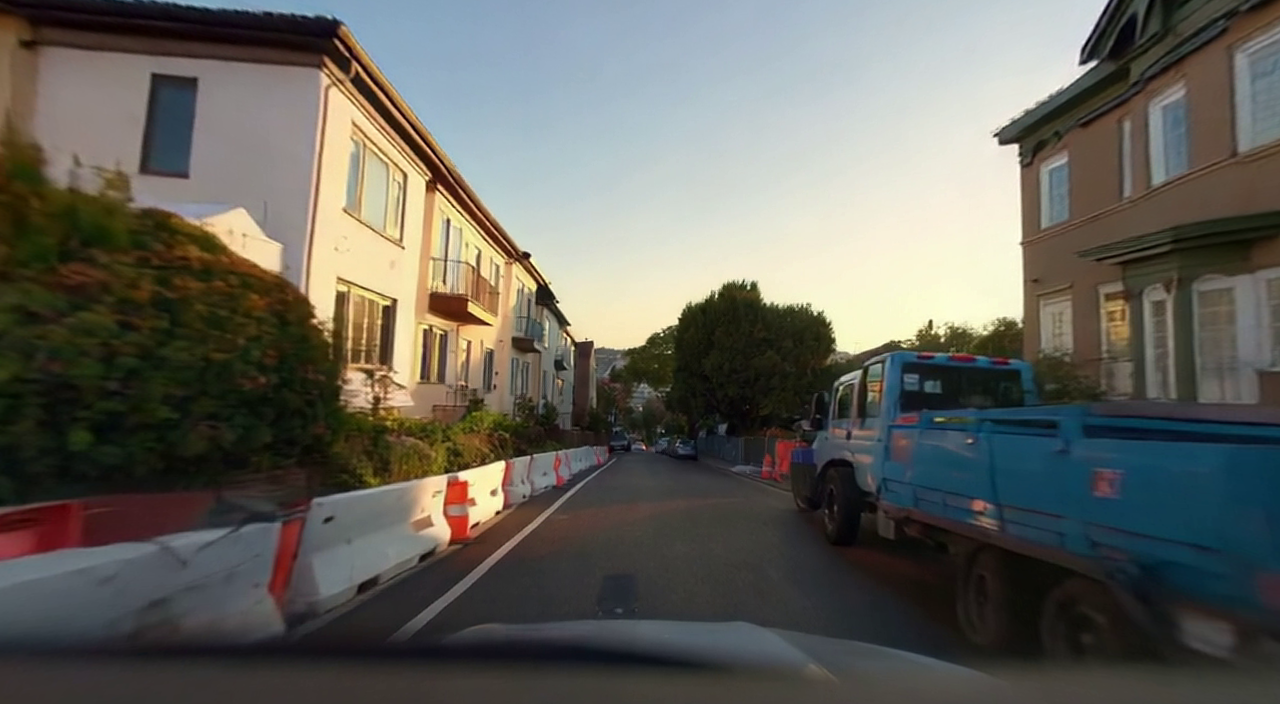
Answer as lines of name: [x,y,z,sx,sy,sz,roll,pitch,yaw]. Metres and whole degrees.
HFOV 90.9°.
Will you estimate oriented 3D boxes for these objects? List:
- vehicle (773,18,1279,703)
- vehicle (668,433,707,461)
vehicle: [3.264,0.702,4.978,2.879,2.801,6.142,0,-8,-2]
vehicle: [3.031,6.209,41.444,2.066,1.739,4.234,0,-8,-2]
